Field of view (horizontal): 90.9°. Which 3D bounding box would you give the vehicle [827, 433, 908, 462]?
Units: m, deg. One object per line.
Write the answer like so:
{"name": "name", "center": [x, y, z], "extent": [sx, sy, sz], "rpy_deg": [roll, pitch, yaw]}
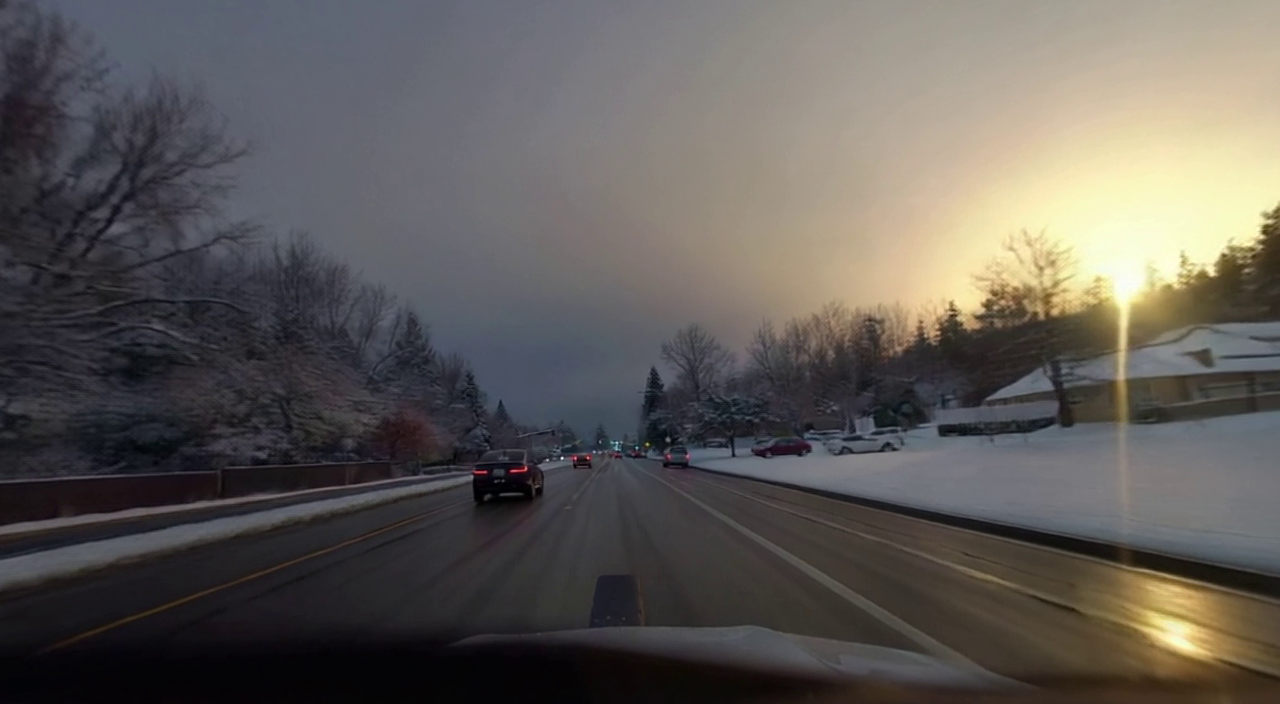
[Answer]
{"name": "vehicle", "center": [13.389, 5.634, 37.276], "extent": [3.965, 1.543, 2.021], "rpy_deg": [-2, -8, -2]}

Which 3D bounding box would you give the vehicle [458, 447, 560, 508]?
{"name": "vehicle", "center": [-3.559, 3.486, 18.024], "extent": [2.099, 1.470, 4.302], "rpy_deg": [0, -8, -2]}

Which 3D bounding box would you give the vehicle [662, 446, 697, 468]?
{"name": "vehicle", "center": [3.005, 8.188, 49.330], "extent": [2.107, 1.620, 4.793], "rpy_deg": [0, -9, -4]}

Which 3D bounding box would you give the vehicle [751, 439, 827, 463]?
{"name": "vehicle", "center": [10.569, 7.027, 44.912], "extent": [4.766, 1.585, 2.020], "rpy_deg": [0, -9, -5]}
